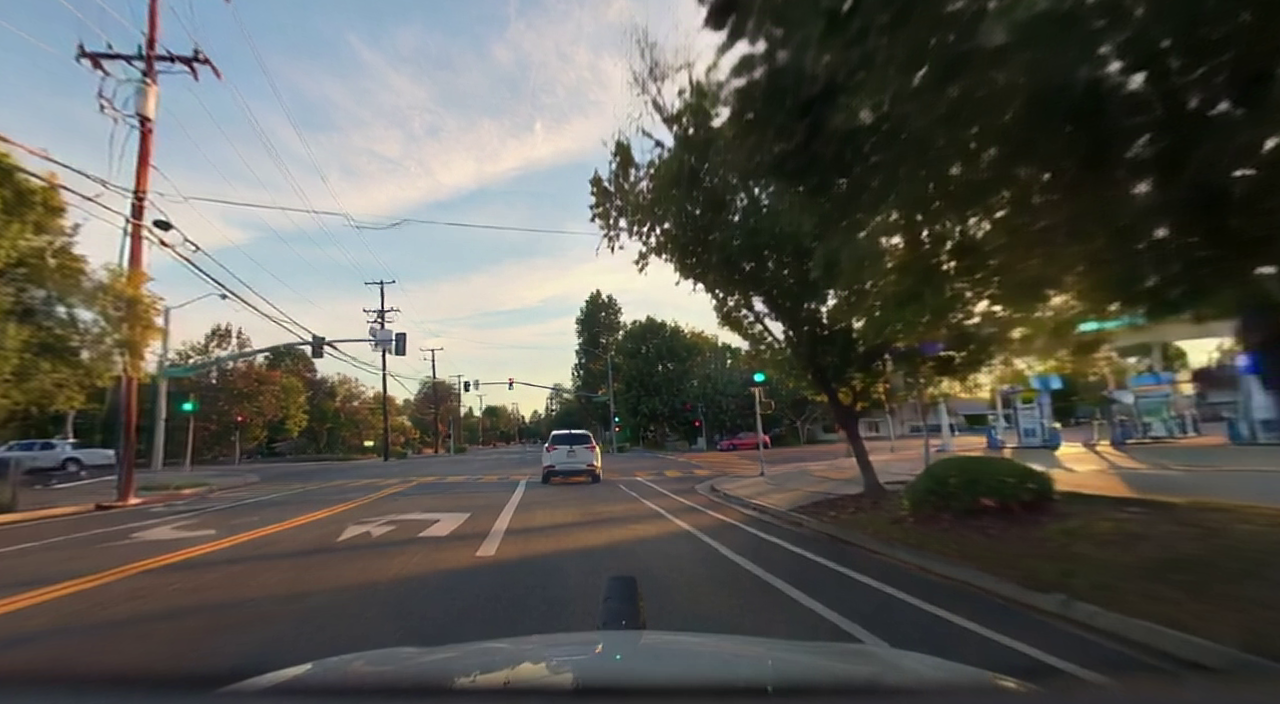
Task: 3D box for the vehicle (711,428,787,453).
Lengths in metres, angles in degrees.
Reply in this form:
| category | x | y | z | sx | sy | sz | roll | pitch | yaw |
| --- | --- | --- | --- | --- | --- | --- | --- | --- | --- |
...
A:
| category | x | y | z | sx | sy | sz | roll | pitch | yaw |
| --- | --- | --- | --- | --- | --- | --- | --- | --- | --- |
| vehicle | 7.972 | 6.533 | 46.252 | 5.149 | 1.725 | 1.964 | 0 | -8 | -7 |

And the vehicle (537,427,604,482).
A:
| category | x | y | z | sx | sy | sz | roll | pitch | yaw |
| --- | --- | --- | --- | --- | --- | --- | --- | --- | --- |
| vehicle | -2.693 | 3.909 | 24.096 | 2.300 | 1.868 | 4.690 | 1 | -9 | -7 |
